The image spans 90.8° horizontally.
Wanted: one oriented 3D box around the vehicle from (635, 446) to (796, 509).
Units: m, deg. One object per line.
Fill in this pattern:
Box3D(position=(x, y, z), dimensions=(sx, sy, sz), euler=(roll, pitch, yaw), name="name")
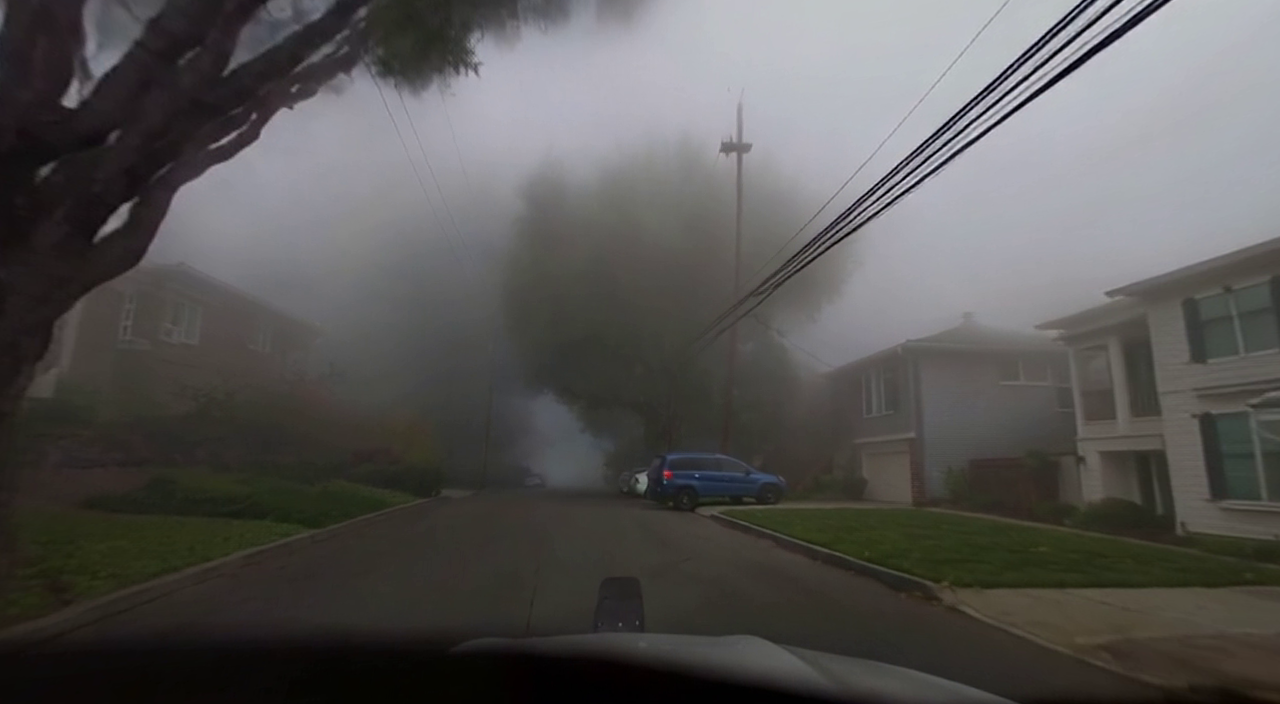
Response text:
Box3D(position=(2.194, 3.690, 18.962), dimensions=(4.413, 1.728, 1.869), euler=(1, -8, -10), name="vehicle")
